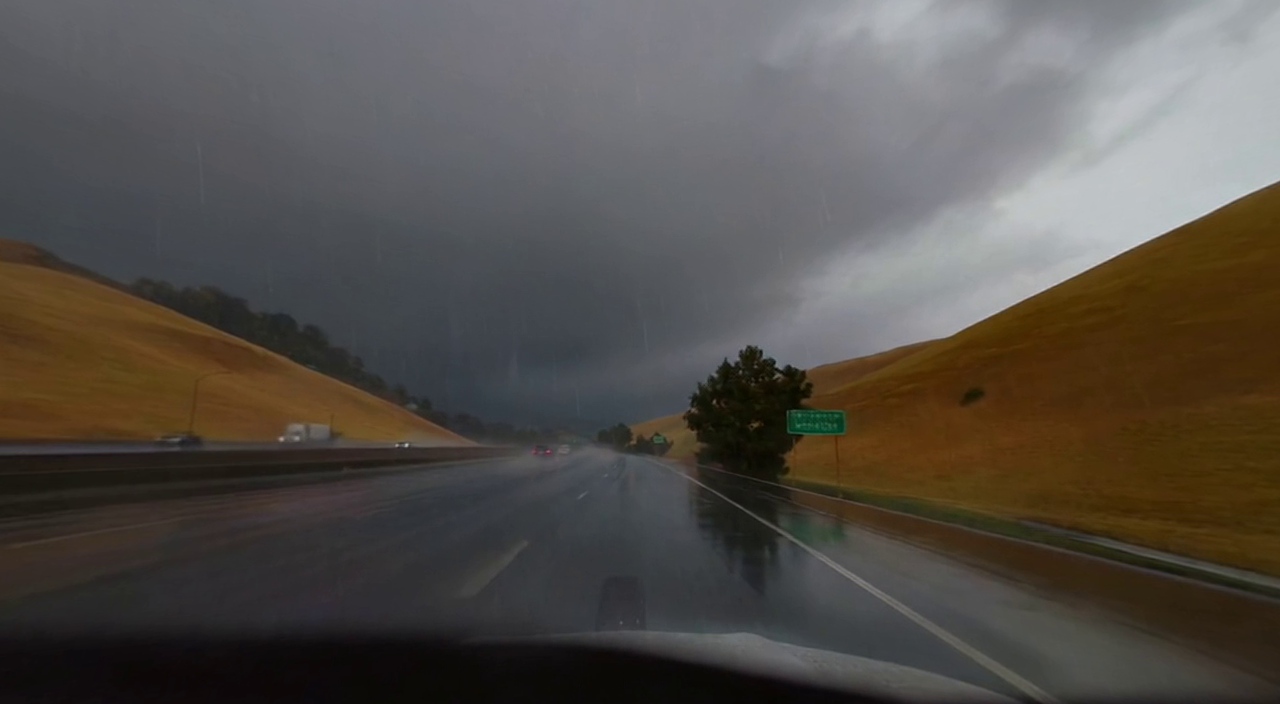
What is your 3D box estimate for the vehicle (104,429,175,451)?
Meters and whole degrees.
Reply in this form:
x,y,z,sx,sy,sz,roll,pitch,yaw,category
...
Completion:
x,y,z,sx,sy,sz,roll,pitch,yaw,category
-34.283,6.067,43.275,1.771,1.468,3.865,0,-9,-2,vehicle
